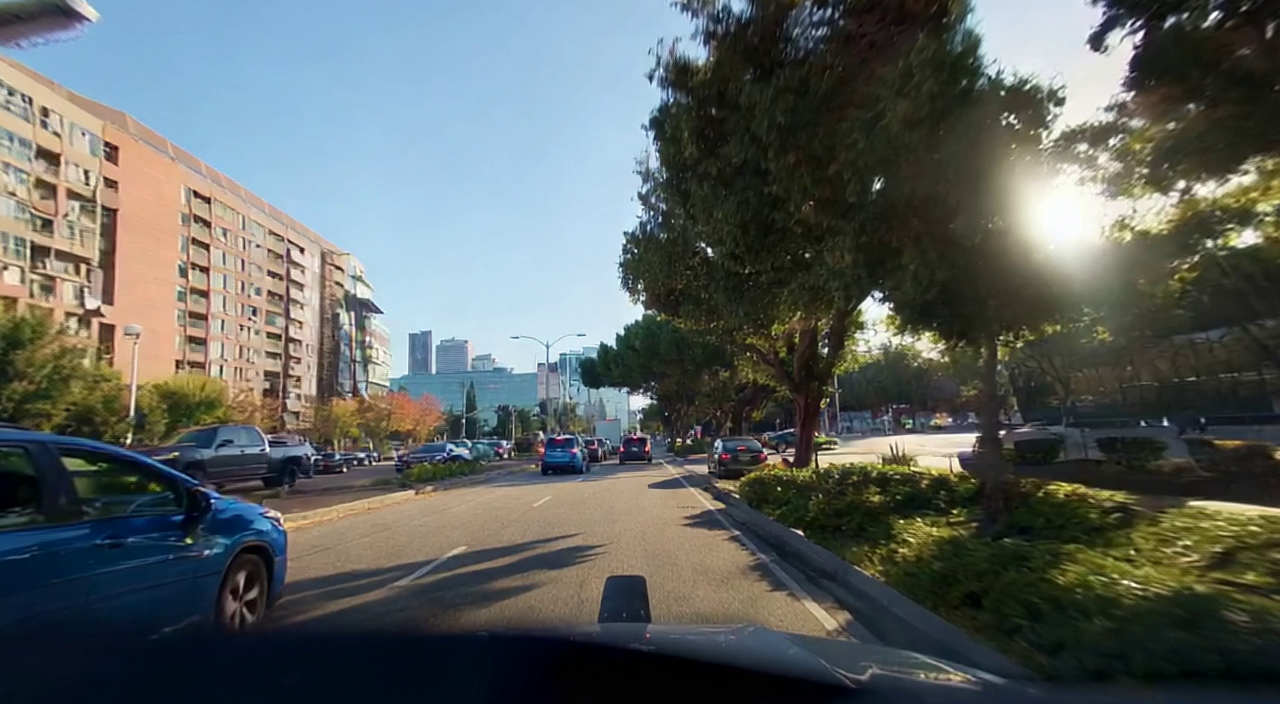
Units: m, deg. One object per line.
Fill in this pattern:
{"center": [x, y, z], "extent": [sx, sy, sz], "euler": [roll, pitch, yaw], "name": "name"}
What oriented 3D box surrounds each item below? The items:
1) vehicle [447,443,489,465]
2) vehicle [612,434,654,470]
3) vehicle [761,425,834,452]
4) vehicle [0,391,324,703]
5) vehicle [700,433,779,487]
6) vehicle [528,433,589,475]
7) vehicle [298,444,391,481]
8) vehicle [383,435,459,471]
{"center": [-12.465, 7.402, 45.819], "extent": [1.843, 1.509, 4.301], "euler": [0, -8, 0], "name": "vehicle"}
{"center": [-0.324, 5.189, 32.728], "extent": [2.022, 1.700, 4.084], "euler": [0, -8, 0], "name": "vehicle"}
{"center": [12.072, 6.683, 48.252], "extent": [4.991, 1.978, 2.090], "euler": [-8, -12, 43], "name": "vehicle"}
{"center": [-3.268, 0.874, 2.105], "extent": [2.094, 1.483, 4.510], "euler": [0, -8, -1], "name": "vehicle"}
{"center": [3.097, 3.448, 20.264], "extent": [1.847, 1.554, 3.885], "euler": [0, -8, -1], "name": "vehicle"}
{"center": [-3.516, 4.536, 28.047], "extent": [2.047, 1.710, 4.314], "euler": [0, -8, 1], "name": "vehicle"}
{"center": [-12.574, 4.713, 27.047], "extent": [1.824, 1.447, 4.442], "euler": [0, -8, 0], "name": "vehicle"}
{"center": [-12.305, 5.726, 35.823], "extent": [2.245, 1.908, 5.613], "euler": [0, -8, 1], "name": "vehicle"}
